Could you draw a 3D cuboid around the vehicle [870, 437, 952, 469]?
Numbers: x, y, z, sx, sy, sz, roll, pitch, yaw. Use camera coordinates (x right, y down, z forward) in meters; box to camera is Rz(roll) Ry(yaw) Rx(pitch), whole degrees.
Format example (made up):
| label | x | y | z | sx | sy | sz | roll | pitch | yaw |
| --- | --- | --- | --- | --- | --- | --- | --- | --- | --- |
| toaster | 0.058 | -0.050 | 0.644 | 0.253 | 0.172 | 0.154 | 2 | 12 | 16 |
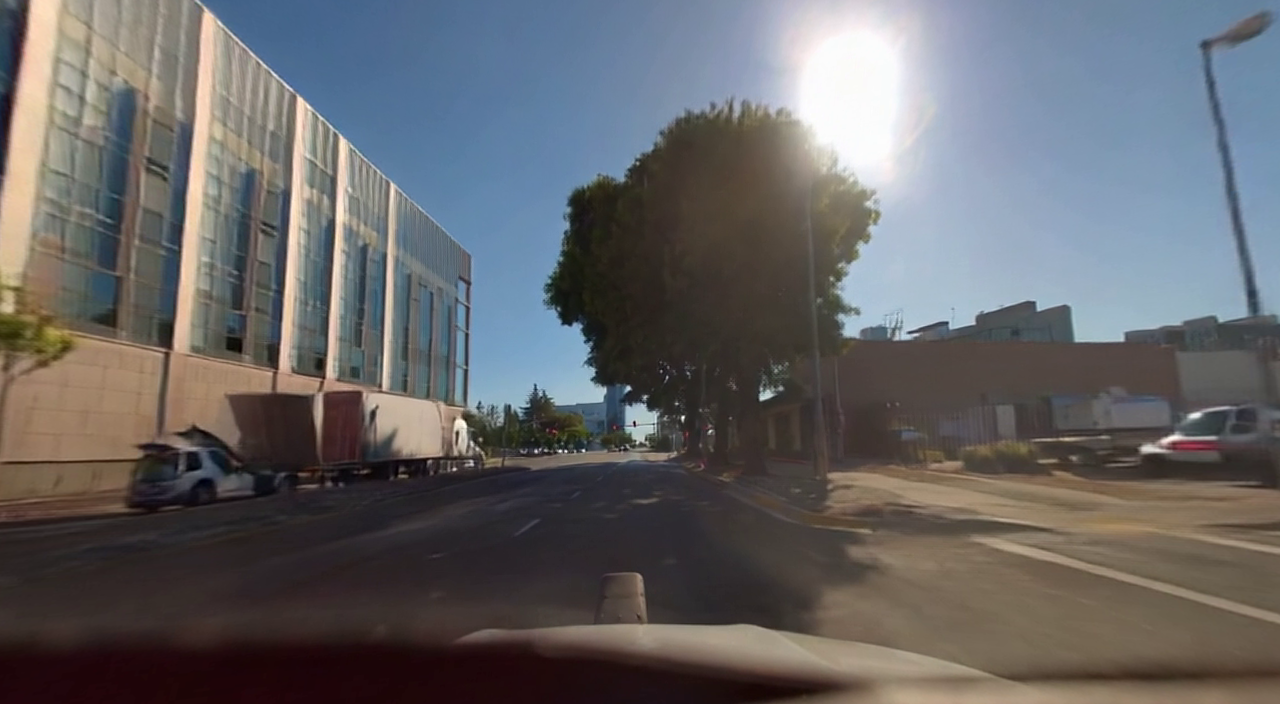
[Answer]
| label | x | y | z | sx | sy | sz | roll | pitch | yaw |
| --- | --- | --- | --- | --- | --- | --- | --- | --- | --- |
| vehicle | 14.735 | 5.488 | 34.291 | 3.627 | 1.567 | 1.774 | -2 | -7 | 1 |
